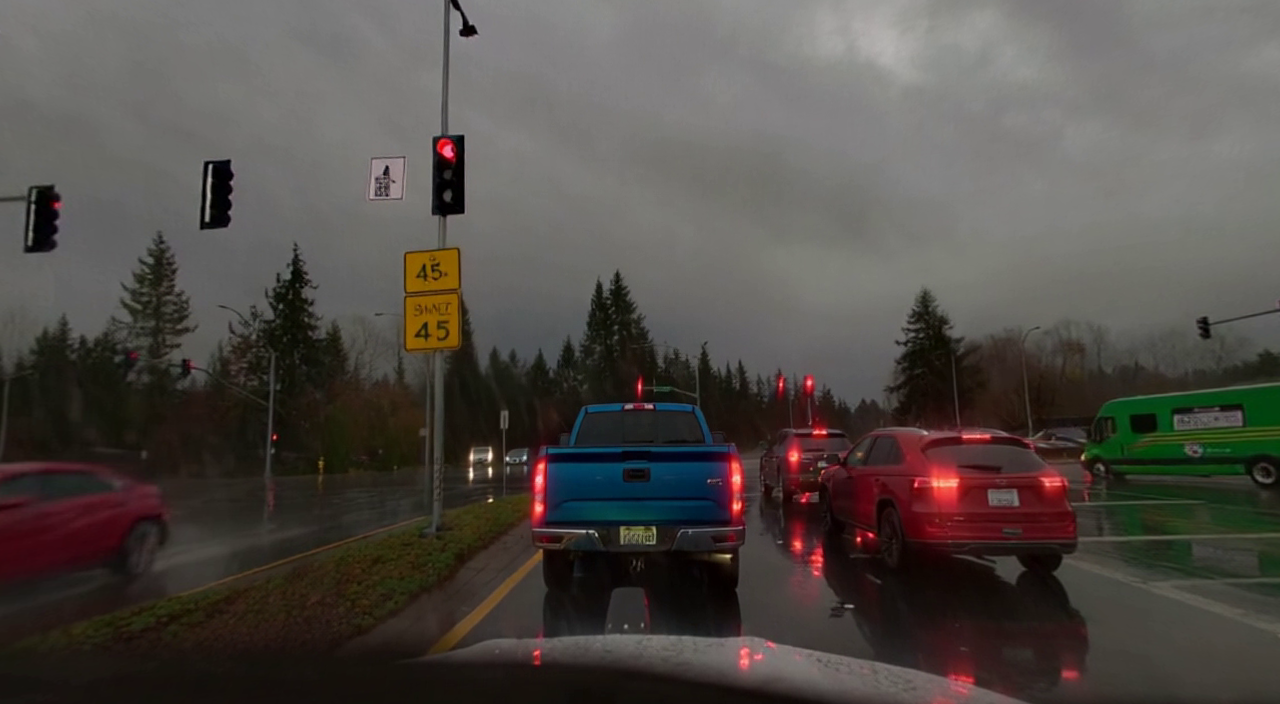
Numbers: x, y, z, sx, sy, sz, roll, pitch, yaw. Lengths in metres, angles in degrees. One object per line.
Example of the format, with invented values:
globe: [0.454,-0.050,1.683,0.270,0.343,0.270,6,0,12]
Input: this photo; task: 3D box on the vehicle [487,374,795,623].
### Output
vehicle: [0.044,1.472,7.343,2.326,1.880,4.964,0,-8,1]

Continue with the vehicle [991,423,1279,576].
vehicle: [6.837,1.739,8.284,1.973,1.470,4.228,0,-8,-1]

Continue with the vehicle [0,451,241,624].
vehicle: [-7.334,1.960,7.132,2.410,1.596,4.931,0,-8,0]

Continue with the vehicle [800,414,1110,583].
vehicle: [3.572,1.716,8.181,1.981,1.616,4.006,0,-8,1]
